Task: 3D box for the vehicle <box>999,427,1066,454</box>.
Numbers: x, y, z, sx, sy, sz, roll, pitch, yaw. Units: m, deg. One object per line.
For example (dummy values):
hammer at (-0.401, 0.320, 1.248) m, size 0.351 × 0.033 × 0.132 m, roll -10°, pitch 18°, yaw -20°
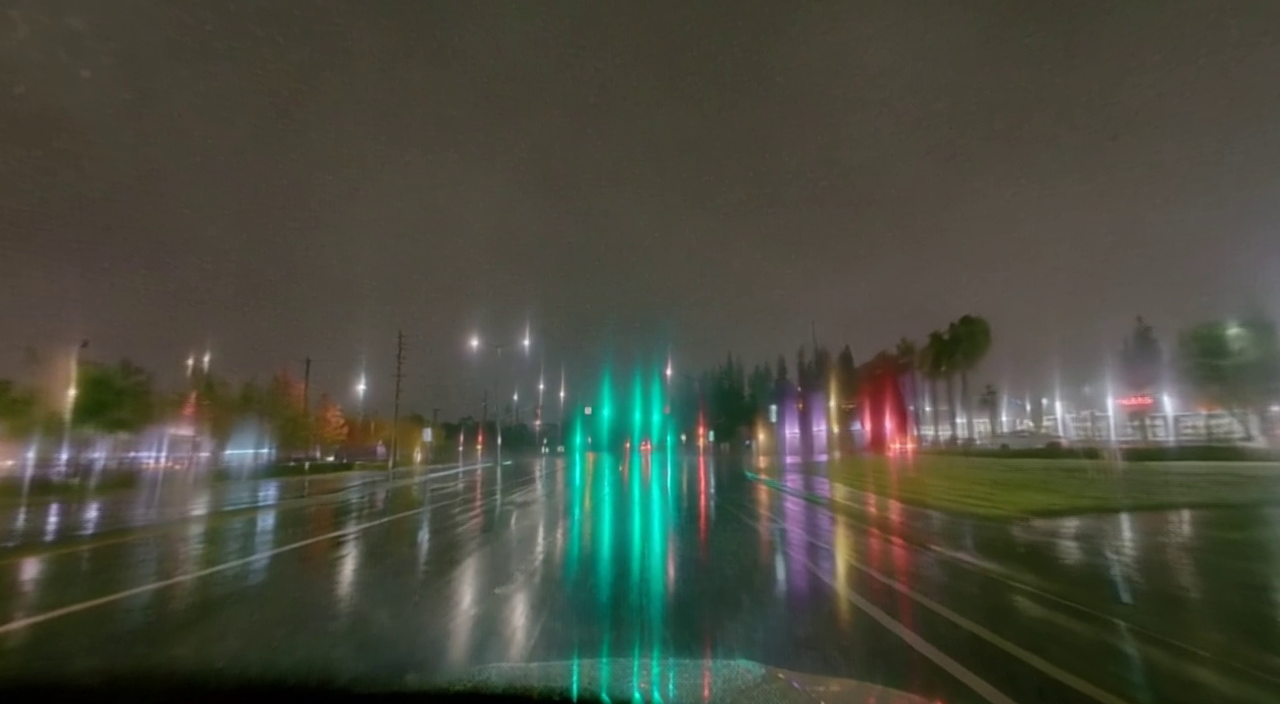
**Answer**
vehicle at (30.875, 7.051, 49.869) m, size 1.966 × 1.767 × 4.697 m, roll -4°, pitch -10°, yaw -2°
